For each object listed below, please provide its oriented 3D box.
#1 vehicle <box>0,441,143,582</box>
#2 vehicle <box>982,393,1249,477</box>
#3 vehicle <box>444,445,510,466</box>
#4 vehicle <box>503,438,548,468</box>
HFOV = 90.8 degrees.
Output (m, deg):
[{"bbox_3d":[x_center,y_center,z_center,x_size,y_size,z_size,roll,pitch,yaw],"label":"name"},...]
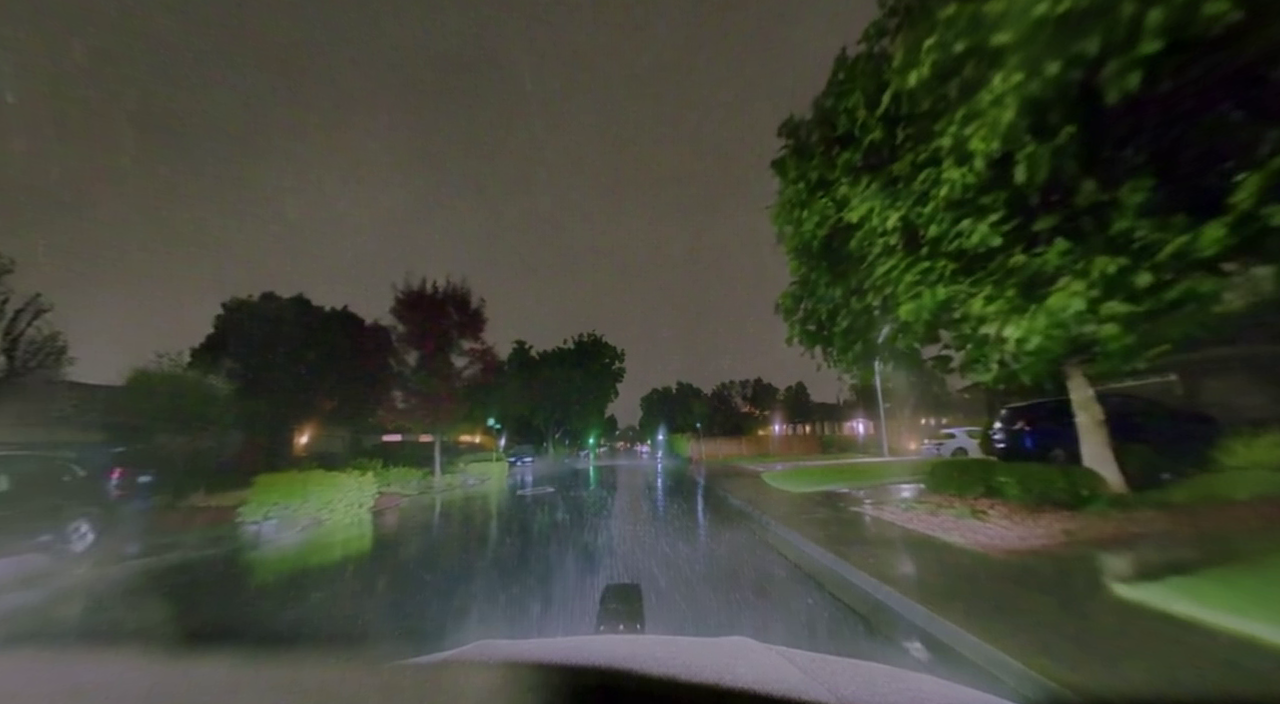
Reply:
[{"bbox_3d":[-8.479,1.878,7.226,2.074,1.616,4.440,-2,-9,-2],"label":"vehicle"},{"bbox_3d":[12.177,2.146,16.403,5.367,1.953,2.257,1,-8,-9],"label":"vehicle"},{"bbox_3d":[-12.680,8.067,49.342,4.538,1.578,2.000,-1,-8,0],"label":"vehicle"},{"bbox_3d":[-7.852,7.039,43.774,2.091,1.912,4.598,0,-10,2],"label":"vehicle"}]
